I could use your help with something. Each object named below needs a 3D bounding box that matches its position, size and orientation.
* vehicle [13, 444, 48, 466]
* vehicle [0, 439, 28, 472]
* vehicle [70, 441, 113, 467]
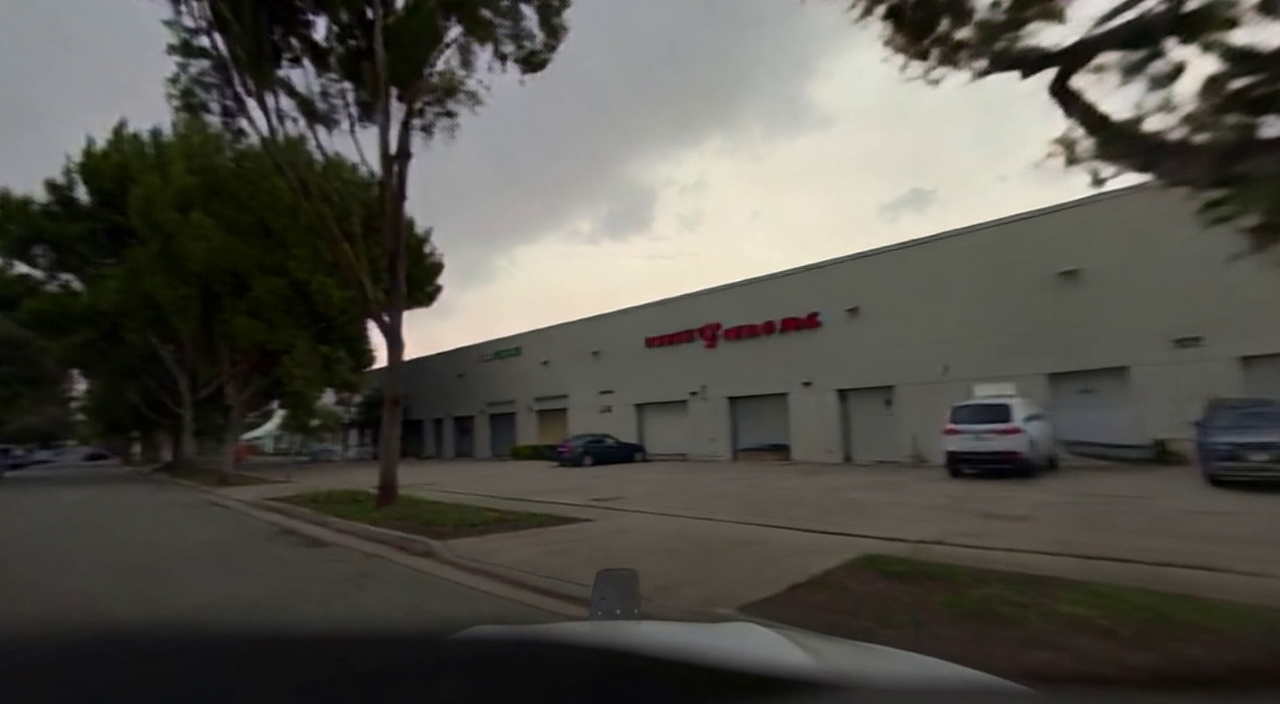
[{"bbox_3d":[-48.133,8.076,49.780,1.773,1.535,3.979,5,-9,-42],"label":"vehicle"},{"bbox_3d":[-39.869,6.552,39.388,2.161,1.843,5.181,3,-9,-45],"label":"vehicle"},{"bbox_3d":[-41.194,7.606,47.289,2.091,1.859,4.194,7,-10,-43],"label":"vehicle"}]
